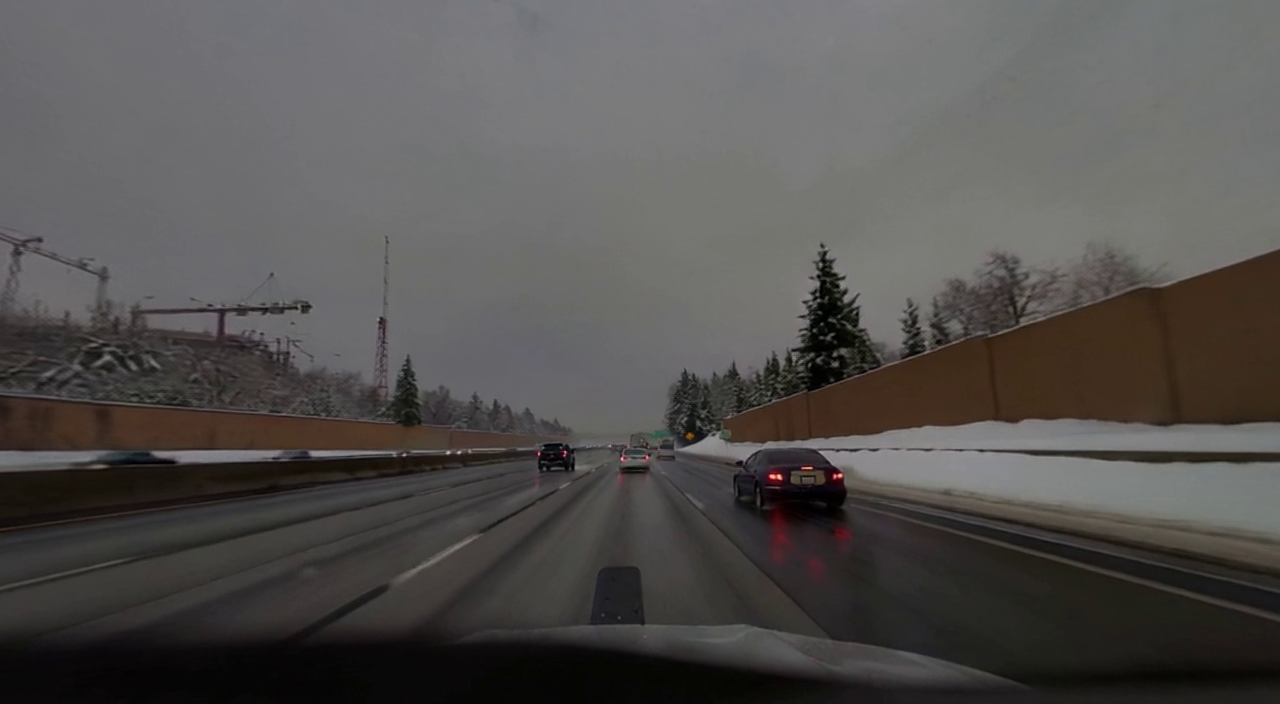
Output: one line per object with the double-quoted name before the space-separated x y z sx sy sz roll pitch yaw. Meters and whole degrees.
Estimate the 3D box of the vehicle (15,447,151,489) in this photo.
"vehicle" -22.026 4.556 25.237 1.751 1.510 3.999 0 -8 0

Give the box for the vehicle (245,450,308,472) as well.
"vehicle" -25.927 7.786 45.254 1.819 1.477 4.502 0 -8 0

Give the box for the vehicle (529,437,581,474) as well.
"vehicle" -4.371 5.409 33.141 2.121 1.775 4.335 0 -8 1

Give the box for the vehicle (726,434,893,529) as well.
"vehicle" 3.071 2.448 12.598 1.917 1.507 4.540 0 -8 -2

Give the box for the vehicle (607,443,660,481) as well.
"vehicle" -0.294 4.561 26.454 2.045 1.452 4.040 0 -8 -1
